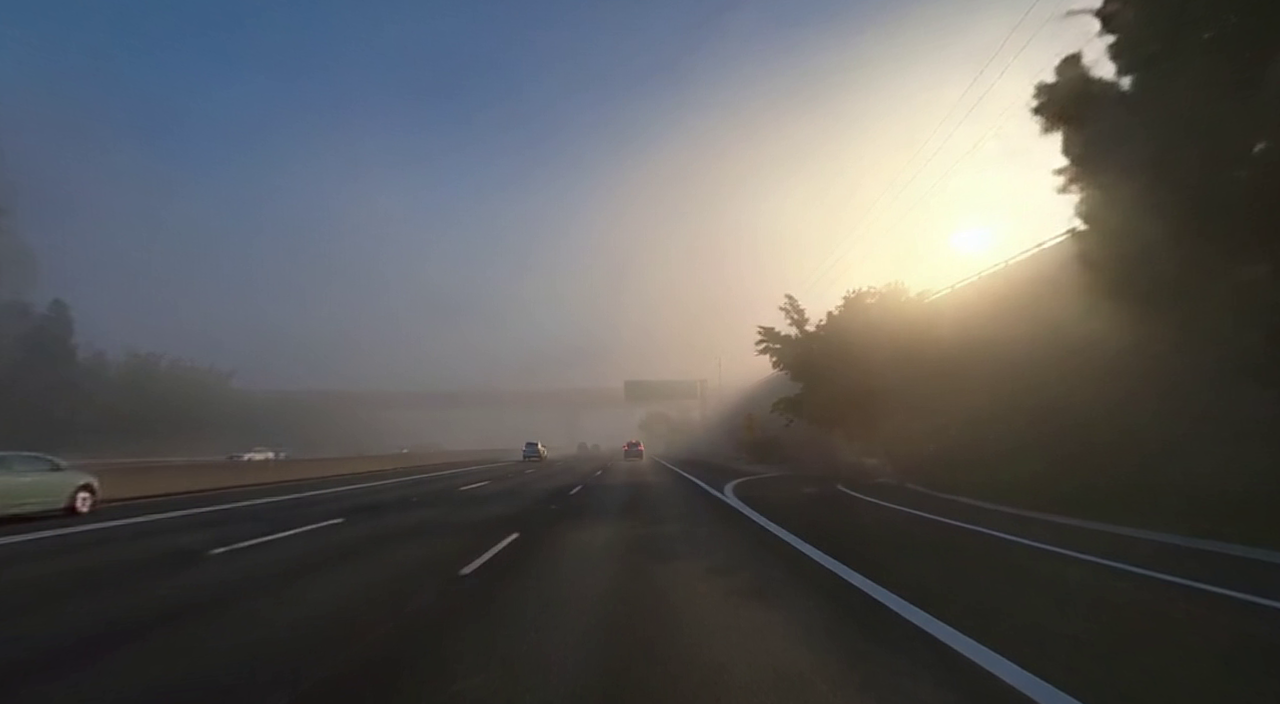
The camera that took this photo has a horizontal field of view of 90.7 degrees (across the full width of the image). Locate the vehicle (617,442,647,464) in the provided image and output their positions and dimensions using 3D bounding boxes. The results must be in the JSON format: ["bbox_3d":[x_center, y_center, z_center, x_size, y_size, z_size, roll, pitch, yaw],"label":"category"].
[{"bbox_3d":[-0.648,7.435,46.692,2.086,1.472,4.168,0,-8,-2],"label":"vehicle"}]

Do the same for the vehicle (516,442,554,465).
[{"bbox_3d":[-7.449,7.239,45.300,1.994,1.487,4.605,0,-8,0],"label":"vehicle"}]

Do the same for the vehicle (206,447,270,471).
[{"bbox_3d":[-28.332,7.498,44.743,1.854,1.589,3.993,0,-8,0],"label":"vehicle"}]
